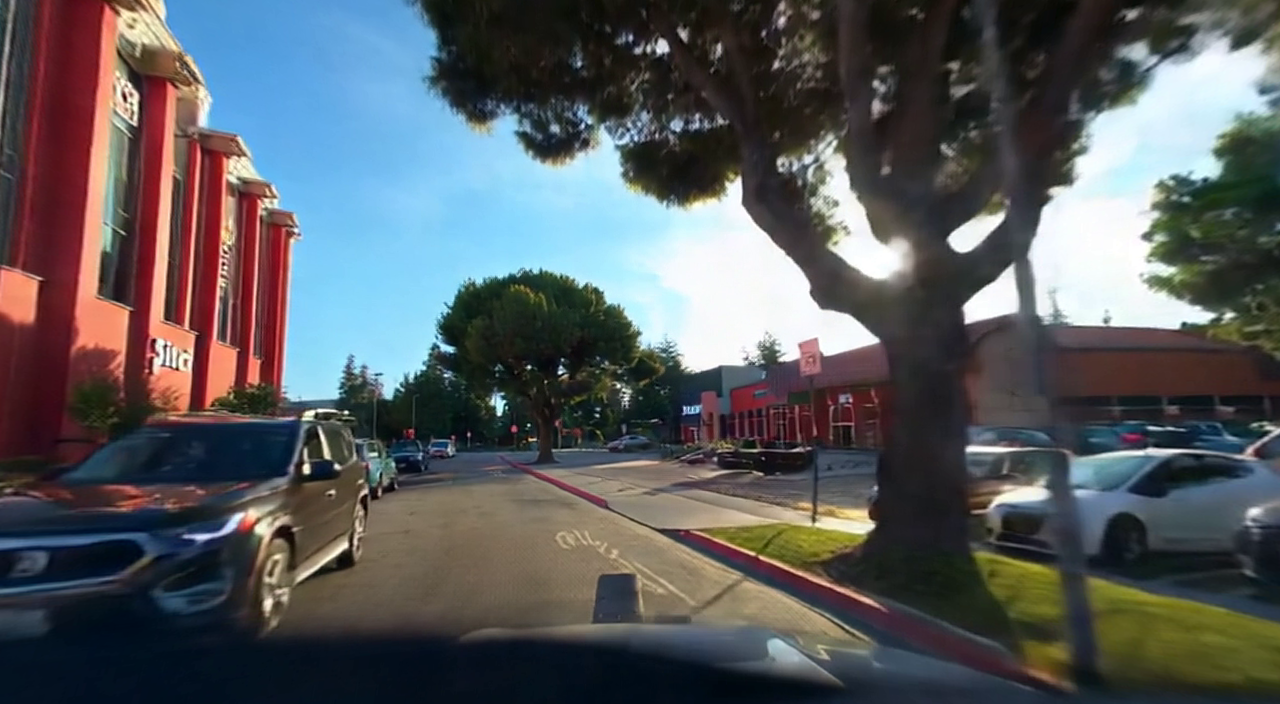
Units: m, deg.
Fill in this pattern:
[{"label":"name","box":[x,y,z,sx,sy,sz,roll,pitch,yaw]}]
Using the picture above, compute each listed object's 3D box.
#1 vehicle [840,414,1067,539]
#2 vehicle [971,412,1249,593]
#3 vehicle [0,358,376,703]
[{"label":"vehicle","box":[5.249,1.935,10.424,3.575,1.473,1.785,0,-8,-37]},{"label":"vehicle","box":[5.765,1.583,7.572,3.556,1.441,1.935,2,-9,-43]},{"label":"vehicle","box":[-3.565,1.176,4.922,2.065,1.773,4.128,2,-8,-14]}]
